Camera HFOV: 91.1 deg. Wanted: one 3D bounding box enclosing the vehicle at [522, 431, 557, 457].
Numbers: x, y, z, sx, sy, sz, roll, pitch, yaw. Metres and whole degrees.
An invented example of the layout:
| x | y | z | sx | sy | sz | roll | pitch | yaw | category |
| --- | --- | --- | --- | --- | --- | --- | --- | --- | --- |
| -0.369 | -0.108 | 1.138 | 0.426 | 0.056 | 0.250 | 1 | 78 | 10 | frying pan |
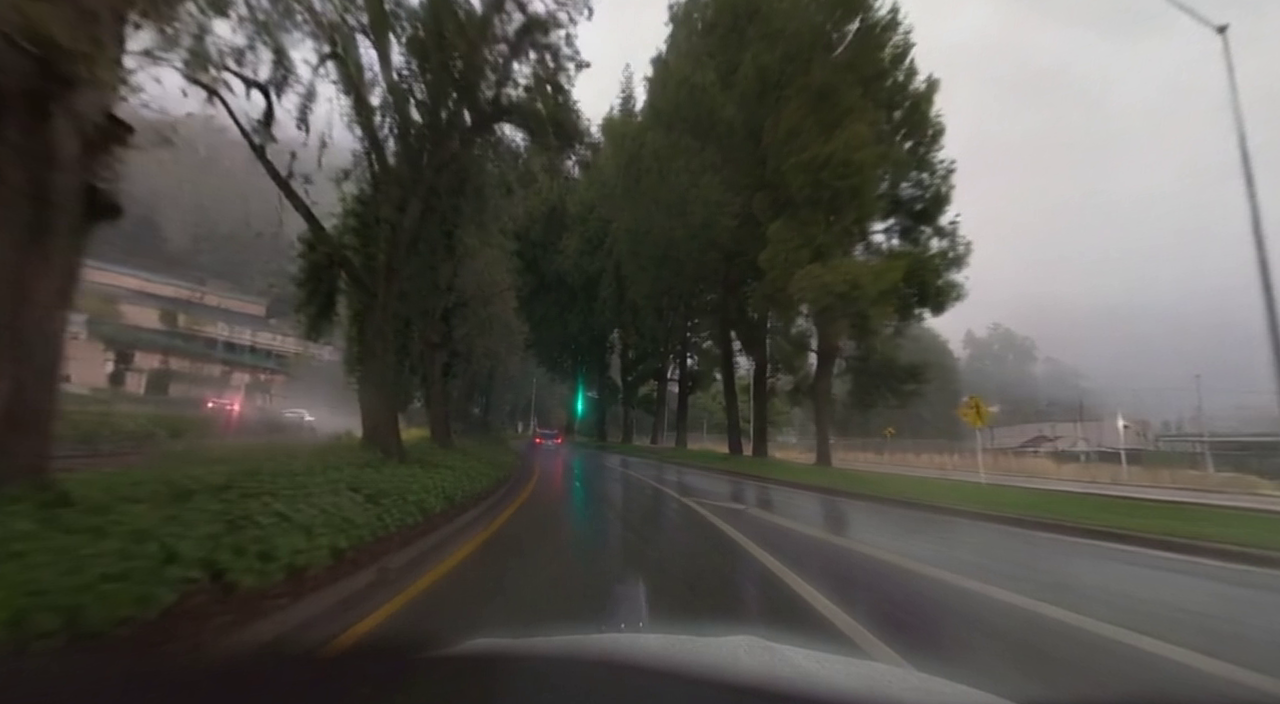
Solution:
| x | y | z | sx | sy | sz | roll | pitch | yaw | category |
| --- | --- | --- | --- | --- | --- | --- | --- | --- | --- |
| -7.261 | 6.620 | 45.038 | 1.947 | 1.729 | 4.051 | 2 | -9 | -17 | vehicle |
